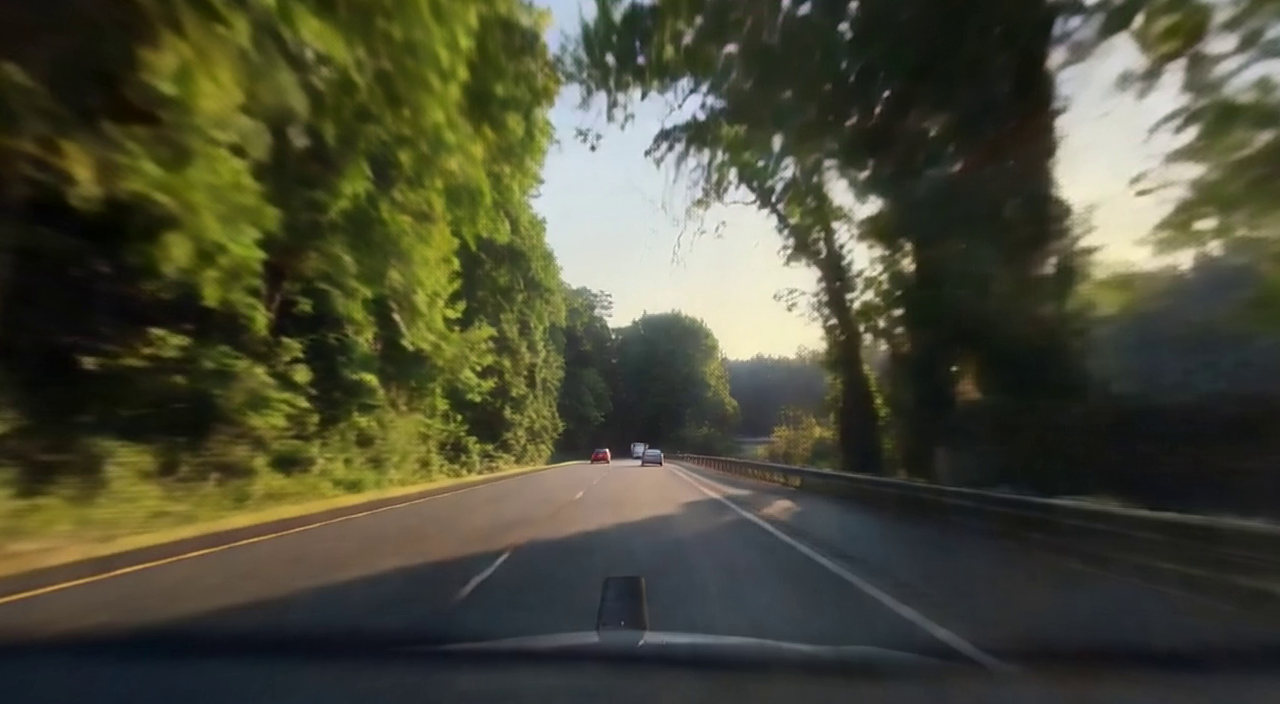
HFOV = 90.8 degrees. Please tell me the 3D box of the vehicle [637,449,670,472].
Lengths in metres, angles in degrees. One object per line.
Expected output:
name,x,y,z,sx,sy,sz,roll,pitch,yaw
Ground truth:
vehicle,0.832,7.235,42.265,2.046,1.452,4.407,0,-9,-1
